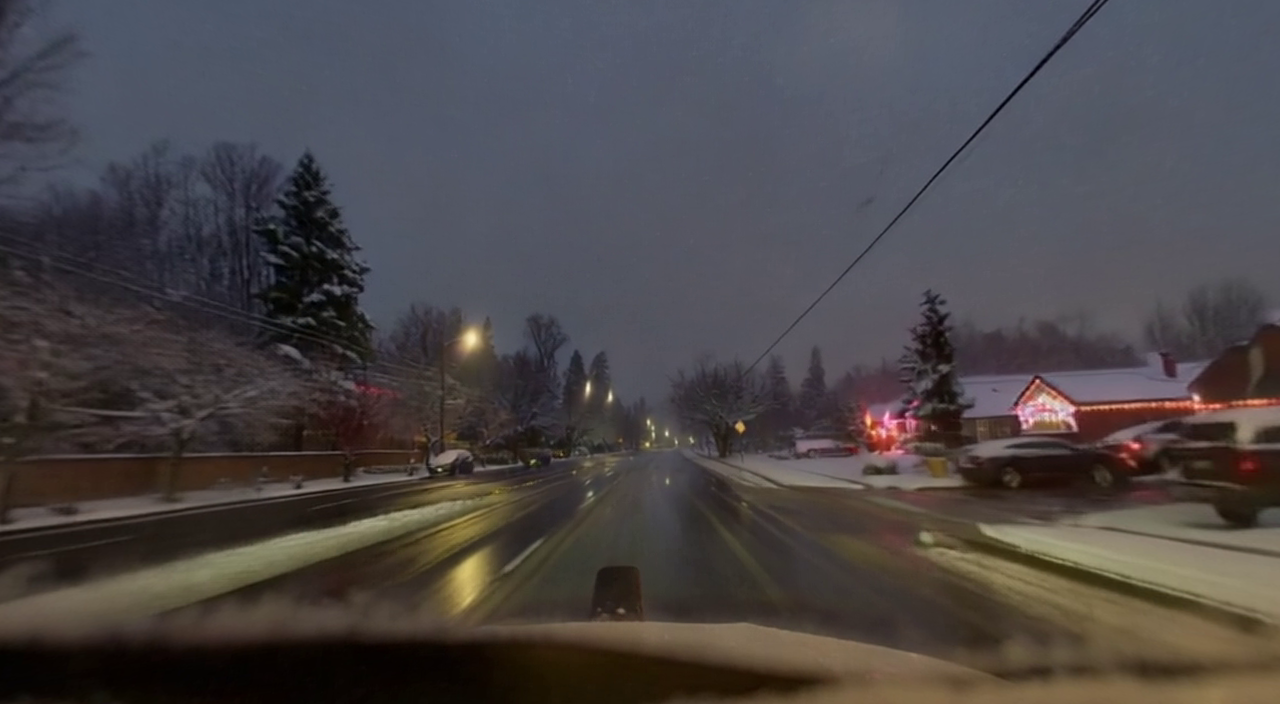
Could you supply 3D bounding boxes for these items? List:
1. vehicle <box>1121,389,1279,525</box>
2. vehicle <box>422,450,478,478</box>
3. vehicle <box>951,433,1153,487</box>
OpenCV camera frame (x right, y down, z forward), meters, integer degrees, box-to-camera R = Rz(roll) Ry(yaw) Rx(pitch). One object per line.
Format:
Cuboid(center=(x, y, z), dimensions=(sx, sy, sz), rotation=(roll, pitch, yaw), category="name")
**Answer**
Cuboid(center=(11.015, 1.565, 9.644), dimensions=(5.369, 1.860, 2.163), rotation=(-1, -8, 4), category="vehicle")
Cuboid(center=(-11.987, 7.064, 40.130), dimensions=(1.859, 1.496, 4.390), rotation=(-5, -9, 4), category="vehicle")
Cuboid(center=(11.762, 3.117, 18.321), dimensions=(4.455, 1.442, 1.837), rotation=(-1, -8, 5), category="vehicle")
